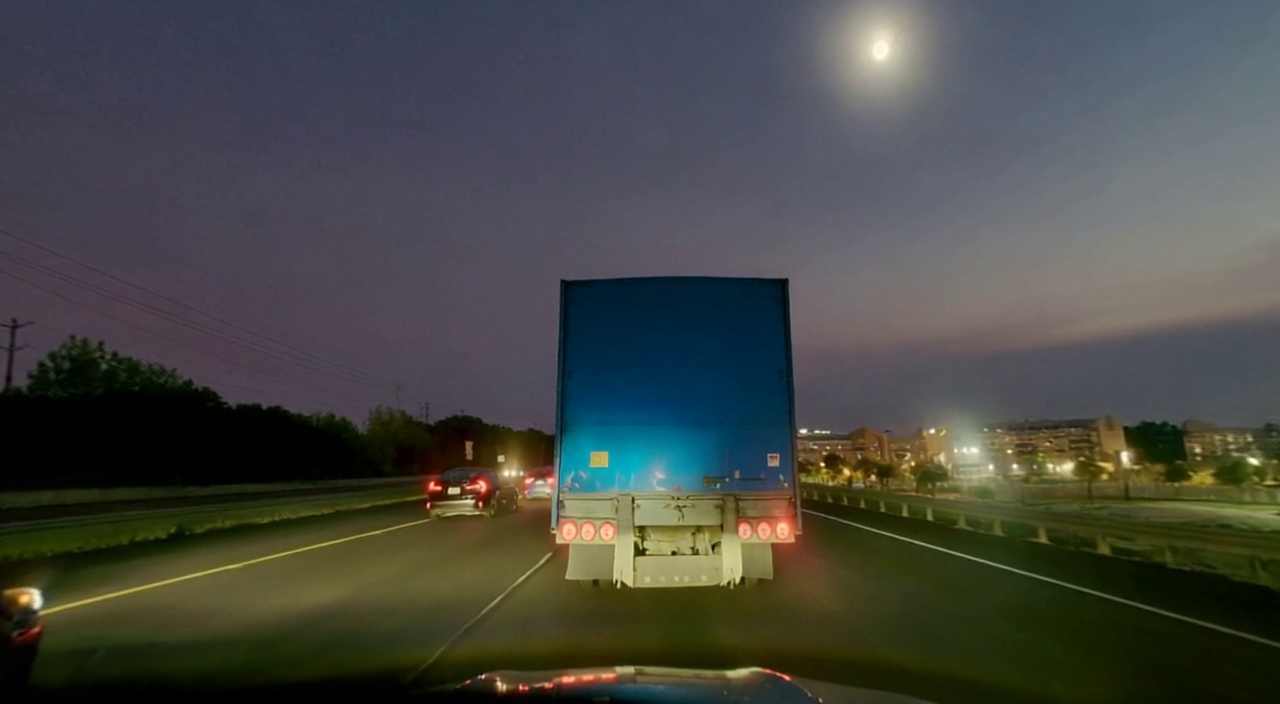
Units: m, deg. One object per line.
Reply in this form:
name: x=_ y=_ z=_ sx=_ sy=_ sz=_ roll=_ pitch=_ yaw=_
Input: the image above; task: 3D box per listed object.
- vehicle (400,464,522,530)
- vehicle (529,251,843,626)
vehicle: x=-4.525 y=3.743 z=16.696 sx=1.891 sy=1.469 sz=4.431 roll=1 pitch=-11 yaw=0
vehicle: x=0.569 y=1.514 z=10.292 sx=2.831 sy=3.529 sz=8.689 roll=0 pitch=-11 yaw=2
